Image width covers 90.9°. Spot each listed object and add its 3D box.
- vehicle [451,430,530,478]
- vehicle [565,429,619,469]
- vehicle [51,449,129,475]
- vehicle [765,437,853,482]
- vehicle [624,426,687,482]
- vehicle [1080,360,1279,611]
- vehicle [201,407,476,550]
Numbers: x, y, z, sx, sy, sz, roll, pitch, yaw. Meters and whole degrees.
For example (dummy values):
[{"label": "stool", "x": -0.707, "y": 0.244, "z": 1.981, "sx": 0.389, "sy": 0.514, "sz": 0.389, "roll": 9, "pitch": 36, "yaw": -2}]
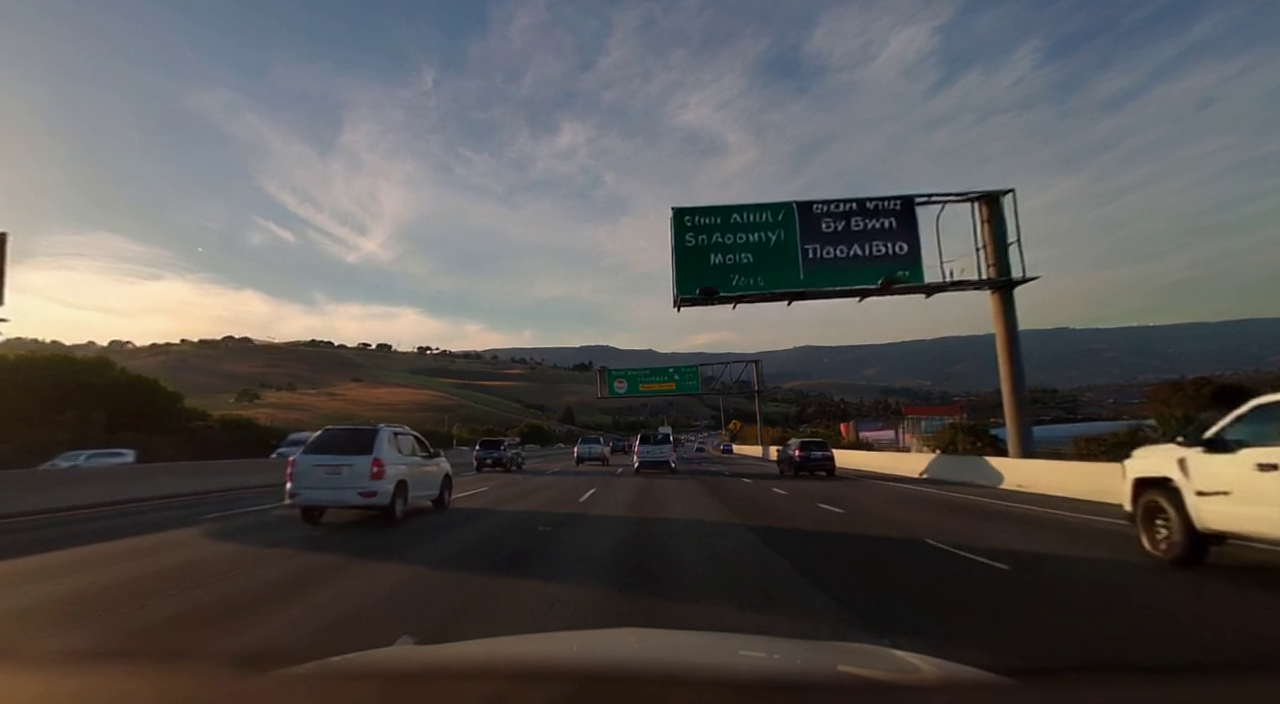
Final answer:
[{"label": "vehicle", "x": -6.094, "y": 4.212, "z": 26.307, "sx": 2.036, "sy": 1.813, "sz": 4.564, "roll": -1, "pitch": -8, "yaw": 2}, {"label": "vehicle", "x": -2.492, "y": 5.256, "z": 34.343, "sx": 2.316, "sy": 1.999, "sz": 5.765, "roll": -1, "pitch": -8, "yaw": 2}, {"label": "vehicle", "x": -36.246, "y": 7.231, "z": 41.672, "sx": 1.736, "sy": 1.482, "sz": 3.649, "roll": -3, "pitch": -8, "yaw": 3}, {"label": "vehicle", "x": 6.031, "y": 3.874, "z": 23.111, "sx": 1.998, "sy": 1.456, "sz": 4.338, "roll": 0, "pitch": -8, "yaw": 0}, {"label": "vehicle", "x": 0.571, "y": 3.640, "z": 22.640, "sx": 2.052, "sy": 1.808, "sz": 3.898, "roll": -1, "pitch": -8, "yaw": 2}, {"label": "vehicle", "x": 5.812, "y": 0.945, "z": 4.400, "sx": 2.029, "sy": 1.859, "sz": 4.669, "roll": 0, "pitch": -8, "yaw": -1}, {"label": "vehicle", "x": -4.492, "y": 1.974, "z": 10.590, "sx": 2.160, "sy": 1.799, "sz": 5.001, "roll": 0, "pitch": -8, "yaw": 0}]
